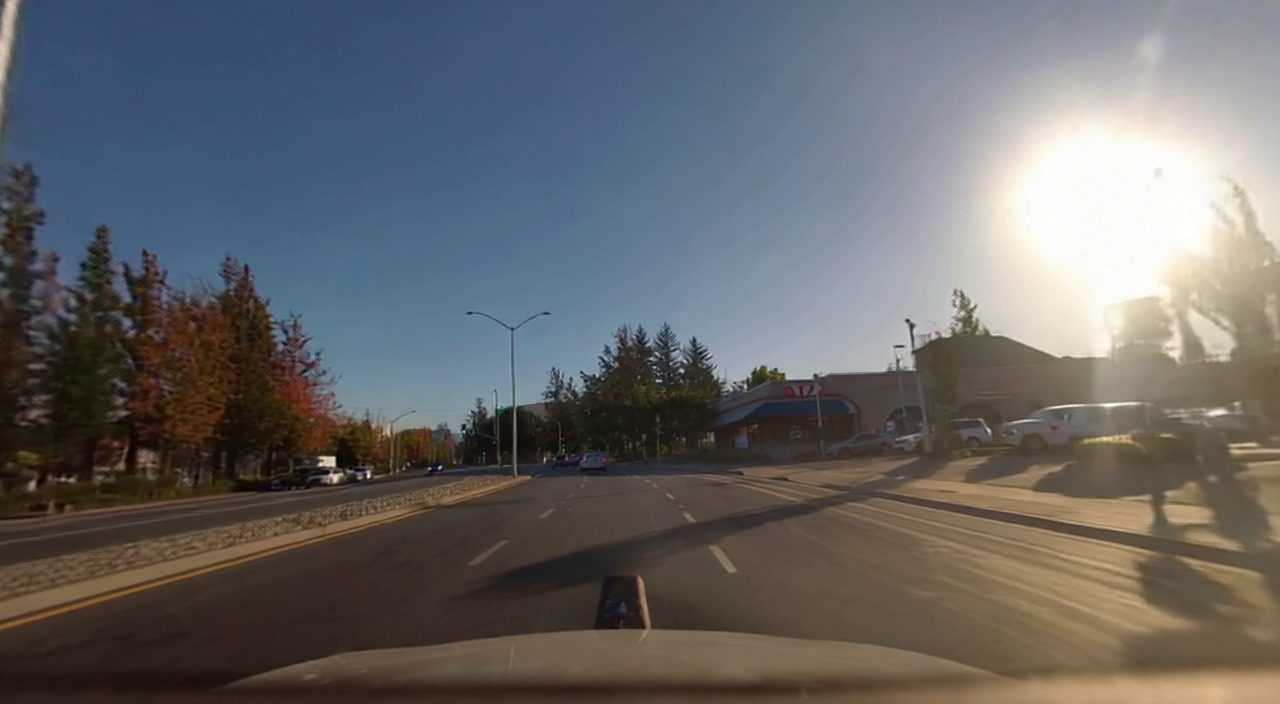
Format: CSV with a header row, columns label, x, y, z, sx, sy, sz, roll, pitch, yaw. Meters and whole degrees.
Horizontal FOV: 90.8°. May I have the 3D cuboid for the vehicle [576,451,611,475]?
label,x,y,z,sx,sy,sz,roll,pitch,yaw
vehicle,-3.436,8.016,45.829,2.197,1.642,4.312,1,-9,-9

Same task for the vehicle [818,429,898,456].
label,x,y,z,sx,sy,sz,roll,pitch,yaw
vehicle,15.622,6.491,45.423,4.922,1.749,2.145,-2,-6,2

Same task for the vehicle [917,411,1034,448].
label,x,y,z,sx,sy,sz,roll,pitch,yaw
vehicle,15.566,3.634,29.468,4.297,1.632,1.977,0,-8,-1

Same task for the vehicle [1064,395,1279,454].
label,x,y,z,sx,sy,sz,roll,pitch,yaw
vehicle,15.332,2.116,18.233,4.742,1.602,1.999,0,-8,-2
